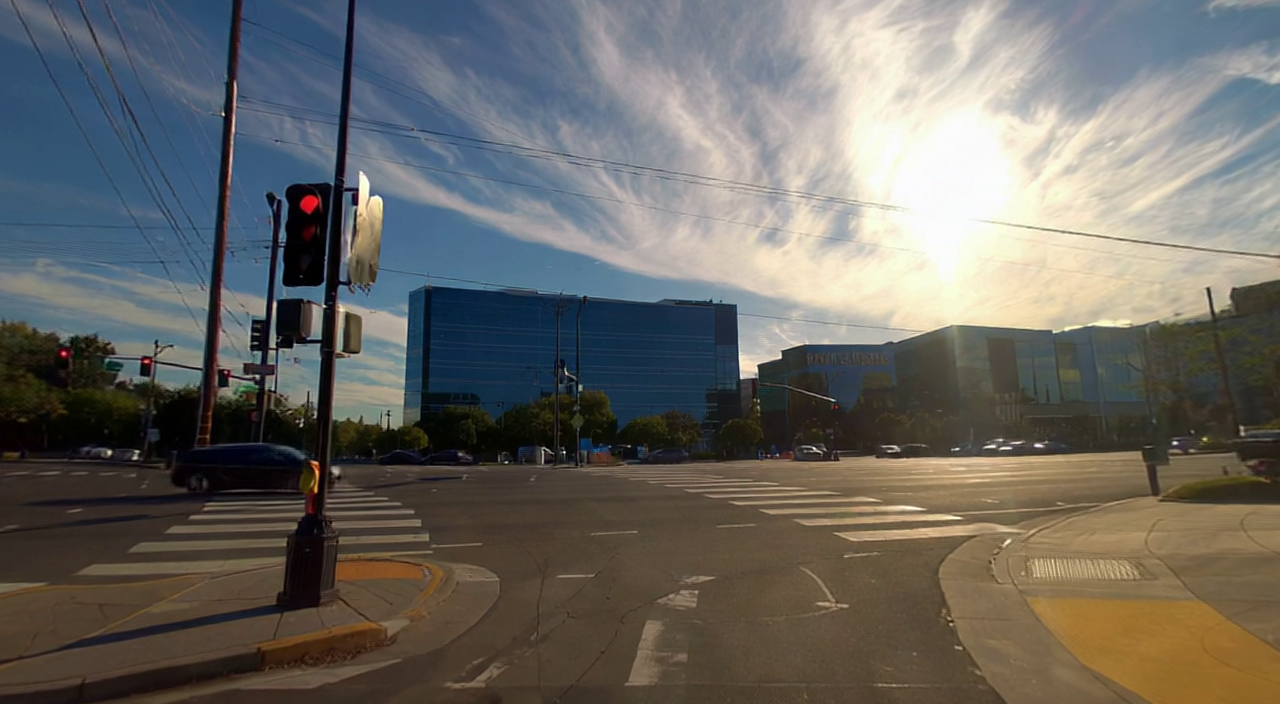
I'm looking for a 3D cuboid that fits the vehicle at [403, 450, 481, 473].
[{"bbox_3d":[-13.556,7.475,43.272,4.837,1.407,1.818,4,-9,-26],"label":"vehicle"}]

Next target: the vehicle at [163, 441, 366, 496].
[{"bbox_3d":[-10.831,3.359,18.449,4.700,1.479,2.095,-1,-8,7],"label":"vehicle"}]

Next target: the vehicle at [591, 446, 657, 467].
[{"bbox_3d":[-1.150,7.542,45.810,4.391,1.451,1.717,4,-9,-26],"label":"vehicle"}]
